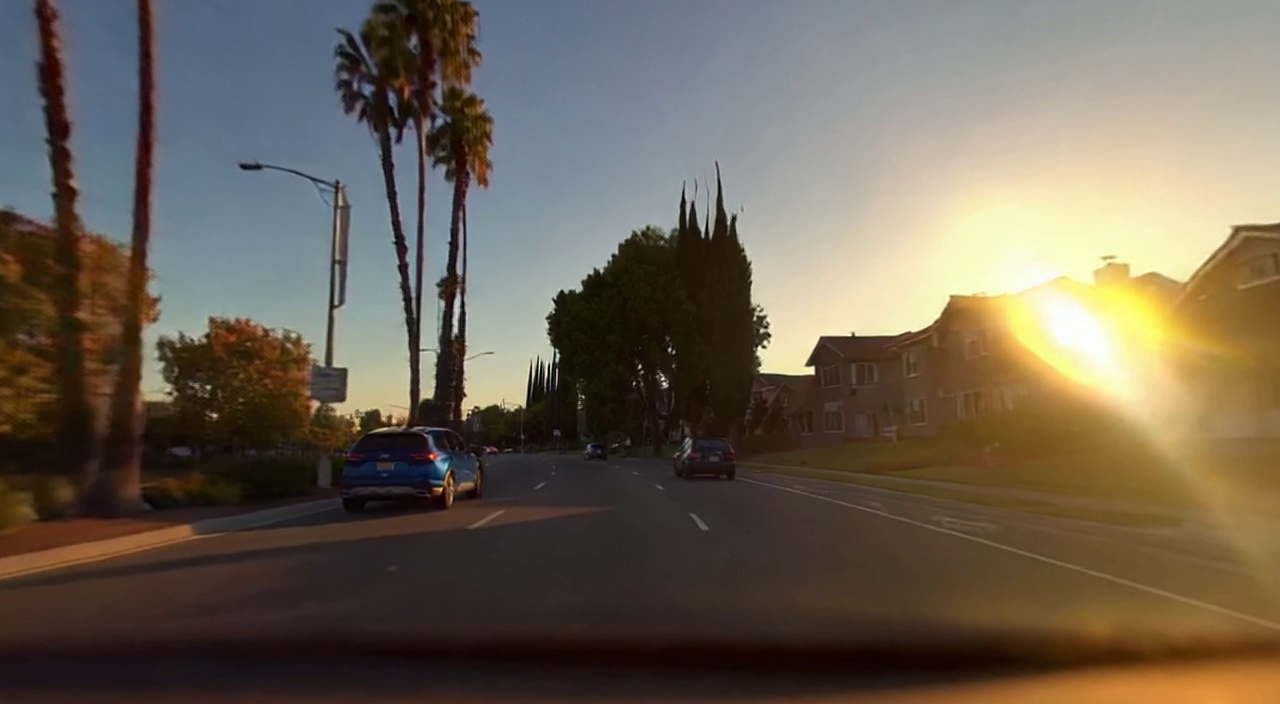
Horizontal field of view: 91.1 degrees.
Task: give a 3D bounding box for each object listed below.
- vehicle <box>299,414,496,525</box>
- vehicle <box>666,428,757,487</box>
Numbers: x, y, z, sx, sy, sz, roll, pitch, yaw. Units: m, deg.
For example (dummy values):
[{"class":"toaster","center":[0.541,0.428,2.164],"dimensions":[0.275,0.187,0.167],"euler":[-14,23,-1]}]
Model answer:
[{"class":"vehicle","center":[-4.460,2.248,12.575],"dimensions":[2.150,1.768,4.868],"euler":[0,-8,-2]},{"class":"vehicle","center":[2.326,3.614,21.854],"dimensions":[2.195,1.804,4.658],"euler":[1,-8,-6]}]
